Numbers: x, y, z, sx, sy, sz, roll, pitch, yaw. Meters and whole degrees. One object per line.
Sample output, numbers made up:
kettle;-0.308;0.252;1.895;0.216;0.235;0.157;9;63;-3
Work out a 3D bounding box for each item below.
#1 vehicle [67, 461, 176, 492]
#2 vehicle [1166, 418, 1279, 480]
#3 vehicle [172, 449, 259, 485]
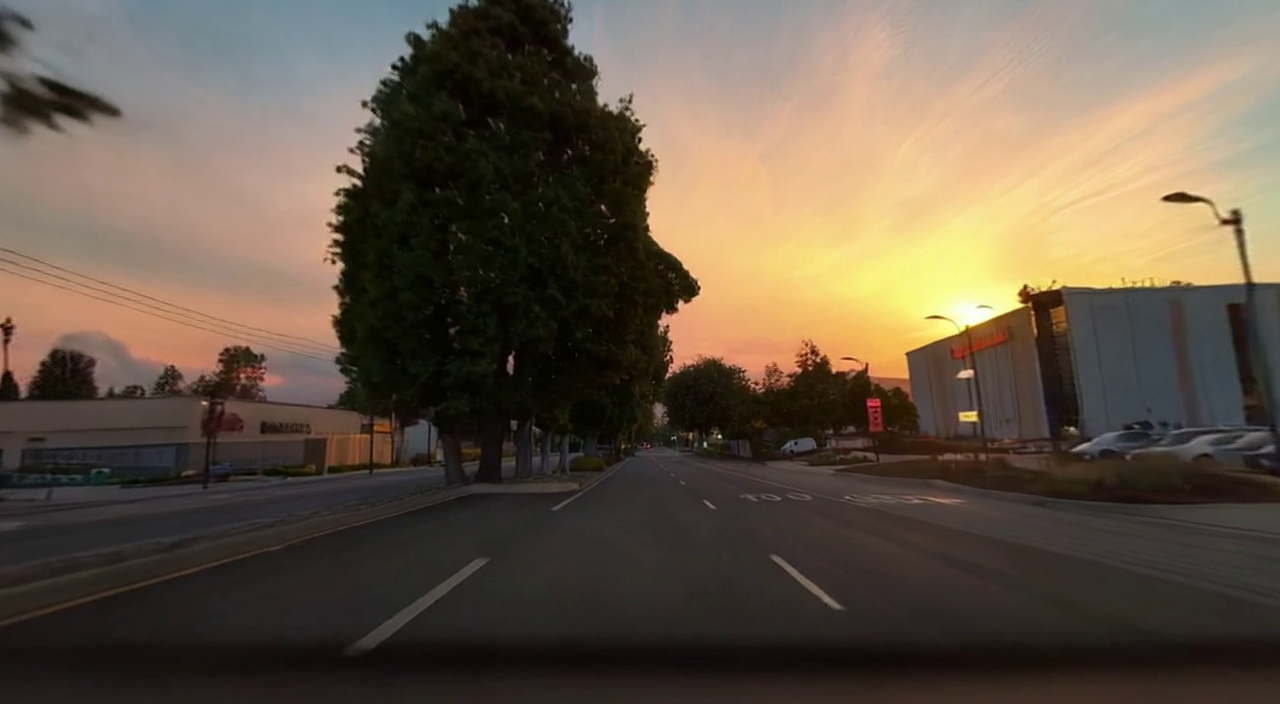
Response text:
vehicle;-29.041;6.977;35.617;1.864;1.502;4.731;-1;-9;6
vehicle;20.120;3.100;20.241;4.618;1.835;2.123;0;-9;-2
vehicle;-24.949;6.788;37.086;5.468;1.809;2.141;-8;-10;31
